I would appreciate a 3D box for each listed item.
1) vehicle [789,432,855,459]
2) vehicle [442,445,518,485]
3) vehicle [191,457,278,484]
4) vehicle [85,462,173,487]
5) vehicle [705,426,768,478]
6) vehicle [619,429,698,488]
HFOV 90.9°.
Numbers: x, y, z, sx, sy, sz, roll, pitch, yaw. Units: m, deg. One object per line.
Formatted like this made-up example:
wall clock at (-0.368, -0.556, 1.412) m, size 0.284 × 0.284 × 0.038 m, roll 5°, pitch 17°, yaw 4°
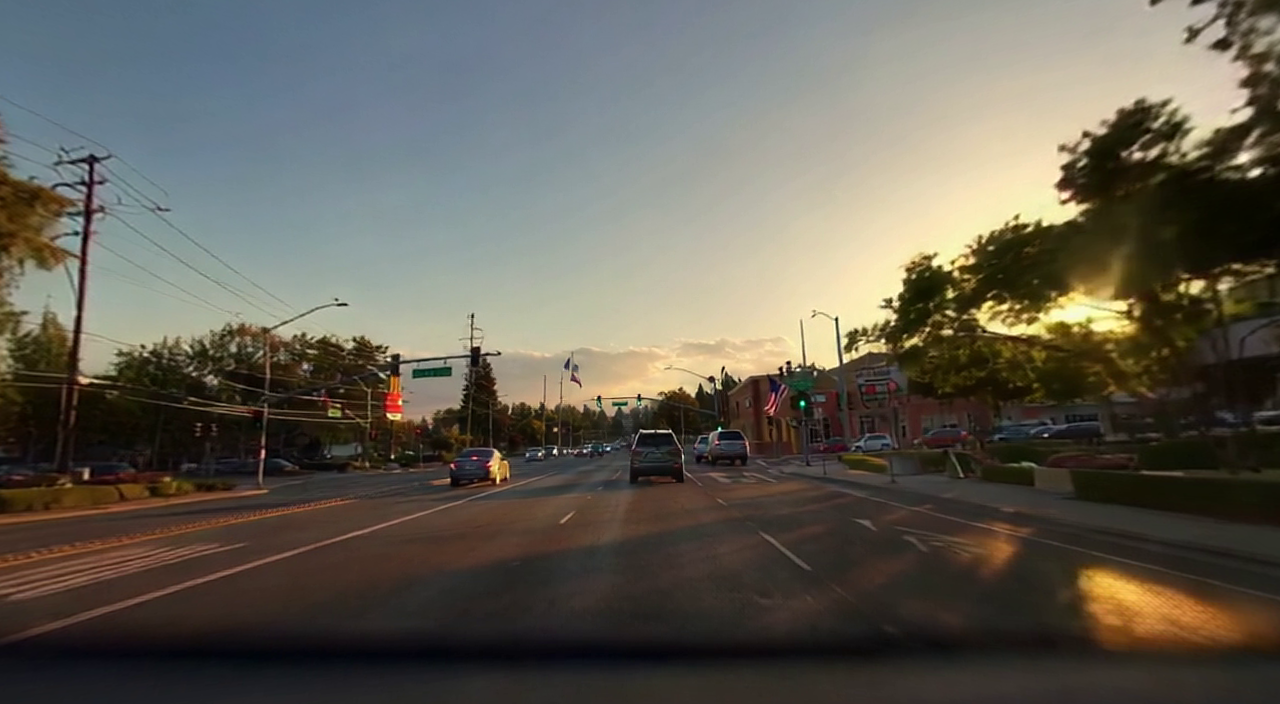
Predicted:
vehicle at (12.622, 6.489, 43.608) m, size 4.386 × 1.760 × 2.228 m, roll 7°, pitch -11°, yaw -38°
vehicle at (-6.495, 4.626, 26.169) m, size 1.966 × 1.461 × 4.422 m, roll 0°, pitch -9°, yaw 1°
vehicle at (-29.666, 8.666, 46.227) m, size 4.890 × 1.806 × 2.205 m, roll 0°, pitch -9°, yaw 2°
vehicle at (-37.694, 9.031, 46.591) m, size 4.839 × 1.742 × 1.993 m, roll -1°, pitch -8°, yaw 4°
vehicle at (4.319, 4.597, 29.203) m, size 2.452 × 2.148 × 5.877 m, roll -1°, pitch -9°, yaw 5°
vehicle at (0.593, 3.788, 22.821) m, size 2.513 × 1.854 × 5.235 m, roll 0°, pitch -9°, yaw 0°
